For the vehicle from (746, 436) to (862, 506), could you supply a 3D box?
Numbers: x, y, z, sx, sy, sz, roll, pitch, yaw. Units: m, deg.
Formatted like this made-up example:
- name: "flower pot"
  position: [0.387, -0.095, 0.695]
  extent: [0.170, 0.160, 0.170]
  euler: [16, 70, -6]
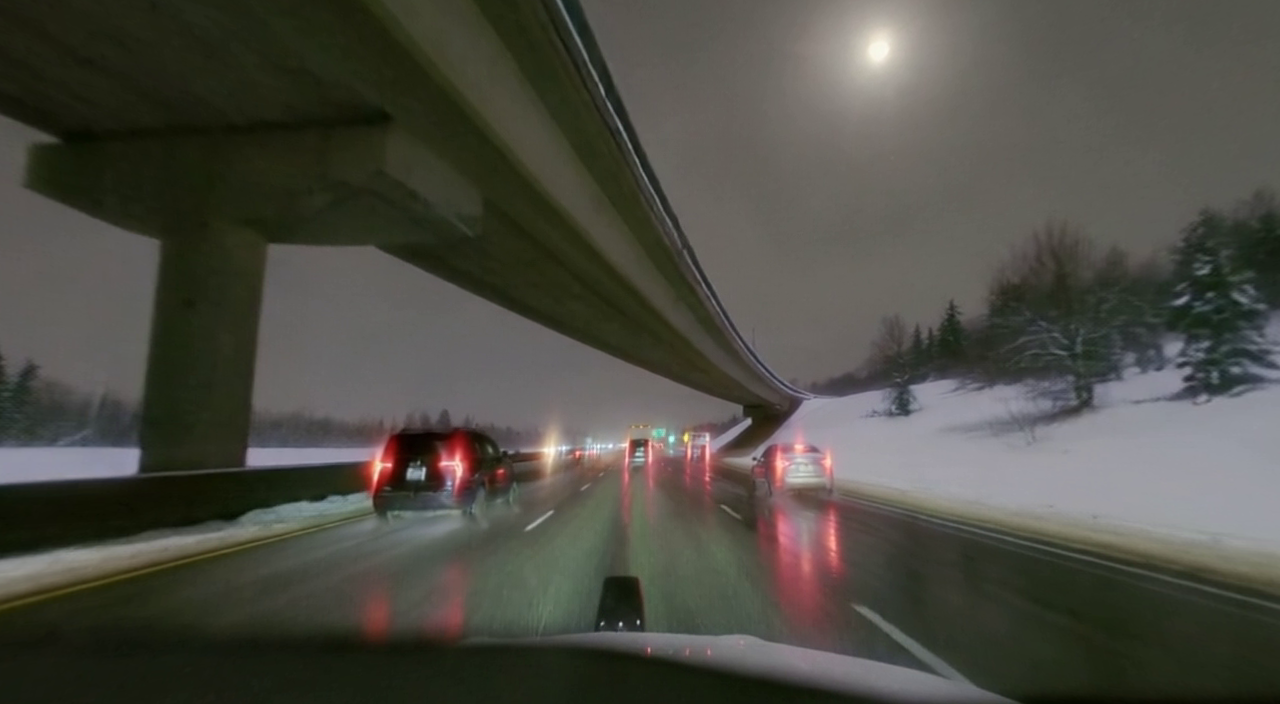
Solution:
- name: "vehicle"
  position: [4.018, 2.987, 16.163]
  extent: [1.959, 1.554, 3.795]
  euler: [0, -9, 0]

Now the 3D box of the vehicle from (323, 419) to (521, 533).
- name: "vehicle"
  position: [-3.822, 2.282, 12.110]
  extent: [2.089, 1.751, 4.515]
  euler: [0, -9, 1]

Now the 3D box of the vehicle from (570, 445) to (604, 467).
- name: "vehicle"
  position: [-3.718, 7.415, 44.904]
  extent: [1.994, 1.475, 4.171]
  euler: [0, -9, 1]

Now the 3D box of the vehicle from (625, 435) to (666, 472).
- name: "vehicle"
  position: [0.294, 5.716, 35.560]
  extent: [2.155, 1.909, 4.529]
  euler: [0, -9, 0]
